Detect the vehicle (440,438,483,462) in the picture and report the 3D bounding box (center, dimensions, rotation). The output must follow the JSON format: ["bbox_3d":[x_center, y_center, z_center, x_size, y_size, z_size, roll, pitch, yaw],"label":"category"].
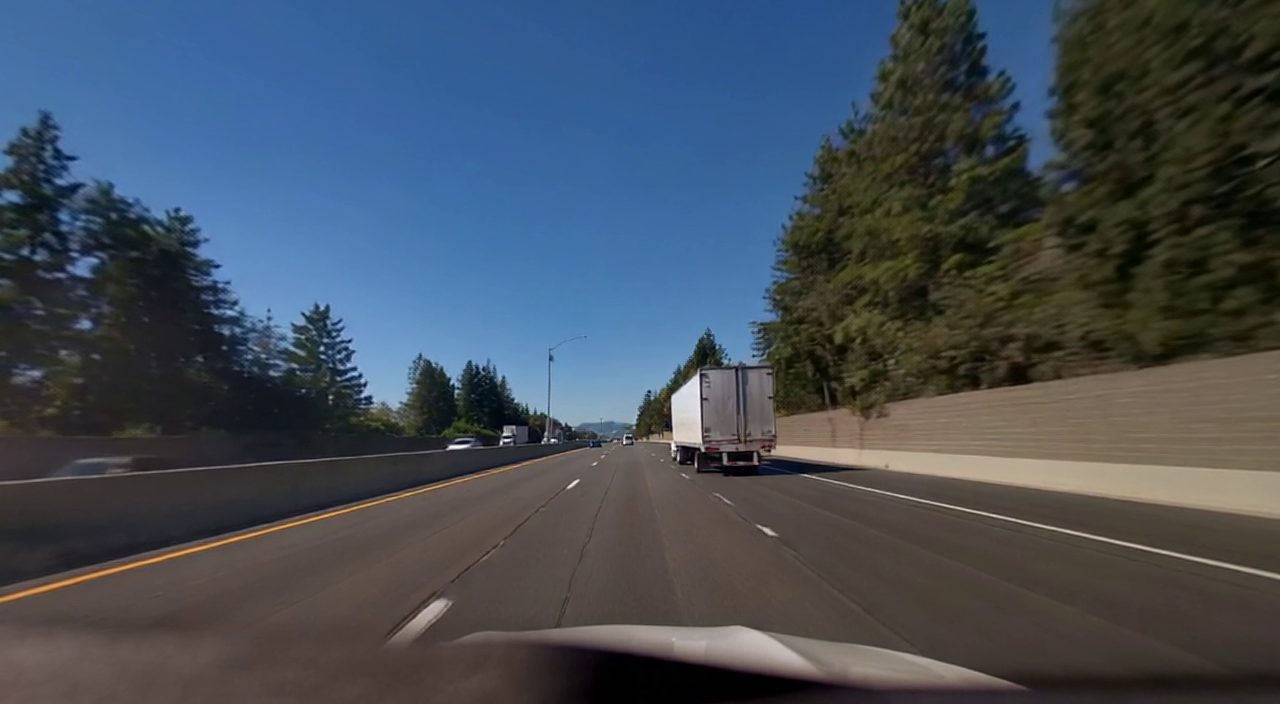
[{"bbox_3d":[-12.629,6.937,44.691,1.882,1.503,4.212,-2,-8,0],"label":"vehicle"}]

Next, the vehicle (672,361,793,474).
[{"bbox_3d":[3.839,3.403,30.820,3.489,4.211,14.193,0,-8,-1],"label":"vehicle"}]

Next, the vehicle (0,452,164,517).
[{"bbox_3d":[-15.723,3.526,17.290,1.809,1.434,4.492,0,-8,-1],"label":"vehicle"}]
